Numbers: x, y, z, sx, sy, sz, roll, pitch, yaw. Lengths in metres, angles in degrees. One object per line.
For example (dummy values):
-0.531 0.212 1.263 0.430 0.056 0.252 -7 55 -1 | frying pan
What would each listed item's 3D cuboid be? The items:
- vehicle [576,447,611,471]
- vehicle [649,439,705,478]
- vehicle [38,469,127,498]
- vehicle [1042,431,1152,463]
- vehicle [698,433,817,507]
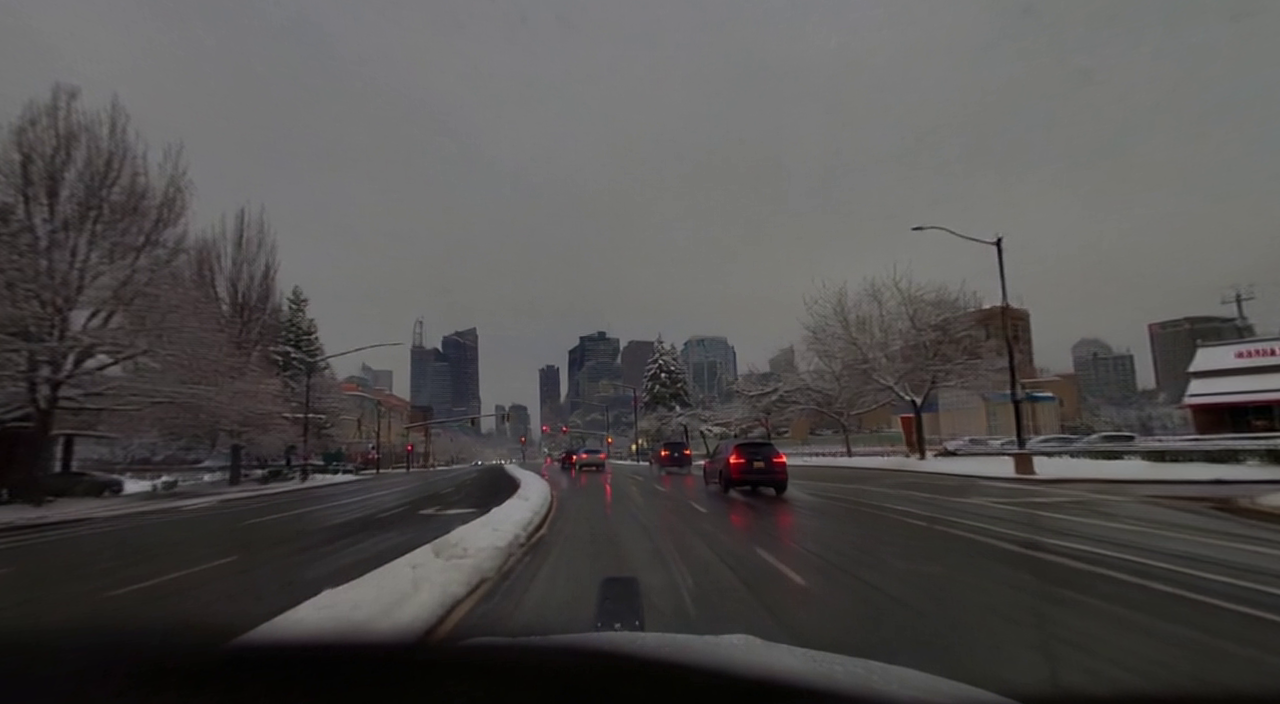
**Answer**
-3.167 7.185 42.515 2.068 1.512 3.987 1 -9 -8 | vehicle
1.736 5.242 31.309 2.046 1.768 4.370 0 -9 -6 | vehicle
-31.706 7.463 36.098 1.600 1.375 4.319 0 -9 -8 | vehicle
26.950 5.630 37.386 4.736 1.755 2.221 0 -8 -2 | vehicle
2.794 2.934 16.083 1.966 1.596 3.980 0 -9 -5 | vehicle
